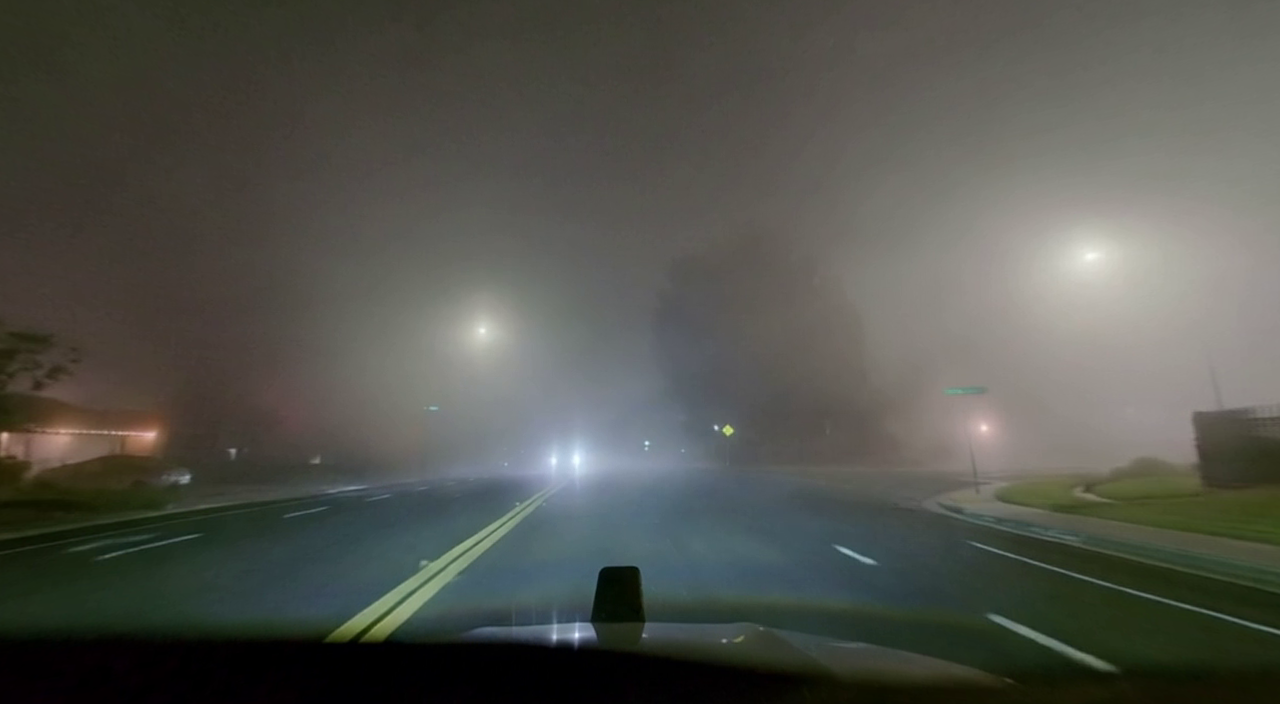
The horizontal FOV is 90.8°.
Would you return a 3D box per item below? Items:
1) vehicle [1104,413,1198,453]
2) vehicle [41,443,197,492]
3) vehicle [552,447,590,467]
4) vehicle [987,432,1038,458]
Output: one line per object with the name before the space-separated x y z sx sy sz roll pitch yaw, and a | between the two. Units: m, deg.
vehicle | 33.310 5.404 41.484 2.411 2.381 6.645 -3 -9 18
vehicle | -20.150 4.457 24.612 4.050 1.755 2.243 0 -8 0
vehicle | -5.219 8.013 48.405 2.088 1.490 4.524 -1 -9 5
vehicle | 24.774 6.219 42.166 2.000 1.594 4.976 -4 -9 20
